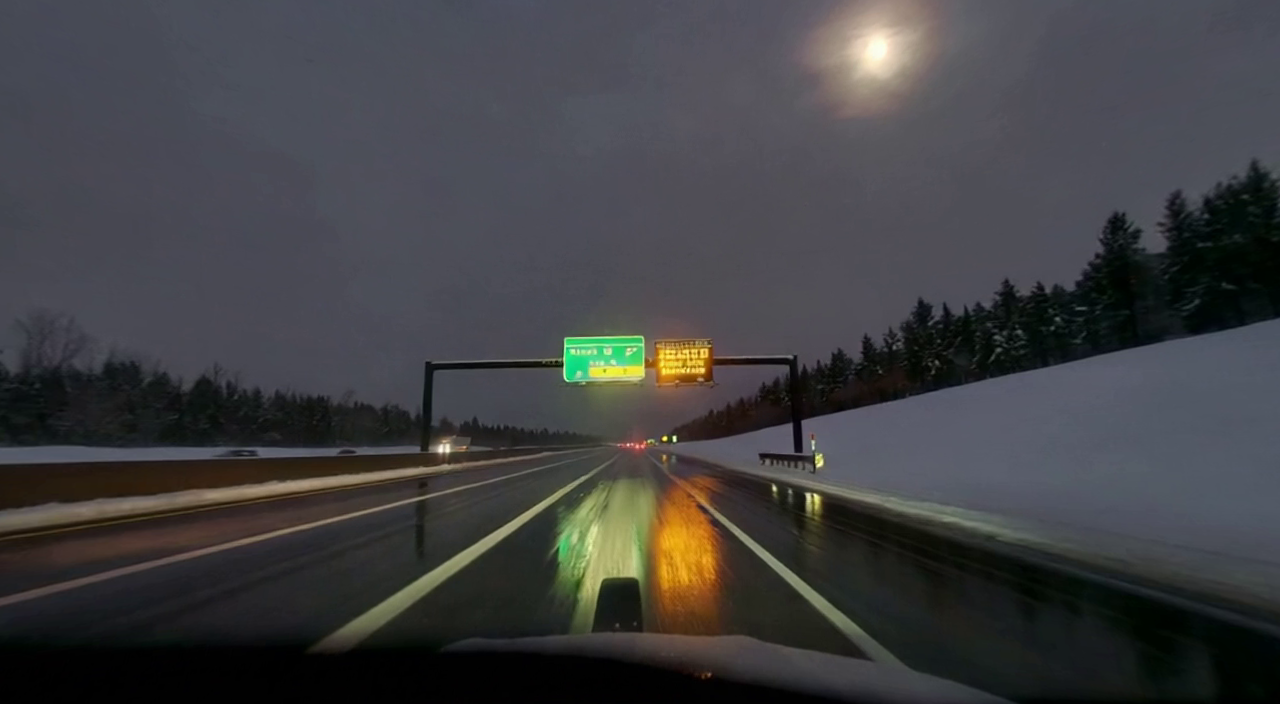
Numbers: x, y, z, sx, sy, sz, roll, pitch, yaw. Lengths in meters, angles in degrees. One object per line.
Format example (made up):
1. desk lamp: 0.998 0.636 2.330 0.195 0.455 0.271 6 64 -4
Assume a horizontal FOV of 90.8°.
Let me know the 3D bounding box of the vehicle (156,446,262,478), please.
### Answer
1. vehicle: -22.287 5.676 32.978 2.007 1.444 5.016 0 -8 1
